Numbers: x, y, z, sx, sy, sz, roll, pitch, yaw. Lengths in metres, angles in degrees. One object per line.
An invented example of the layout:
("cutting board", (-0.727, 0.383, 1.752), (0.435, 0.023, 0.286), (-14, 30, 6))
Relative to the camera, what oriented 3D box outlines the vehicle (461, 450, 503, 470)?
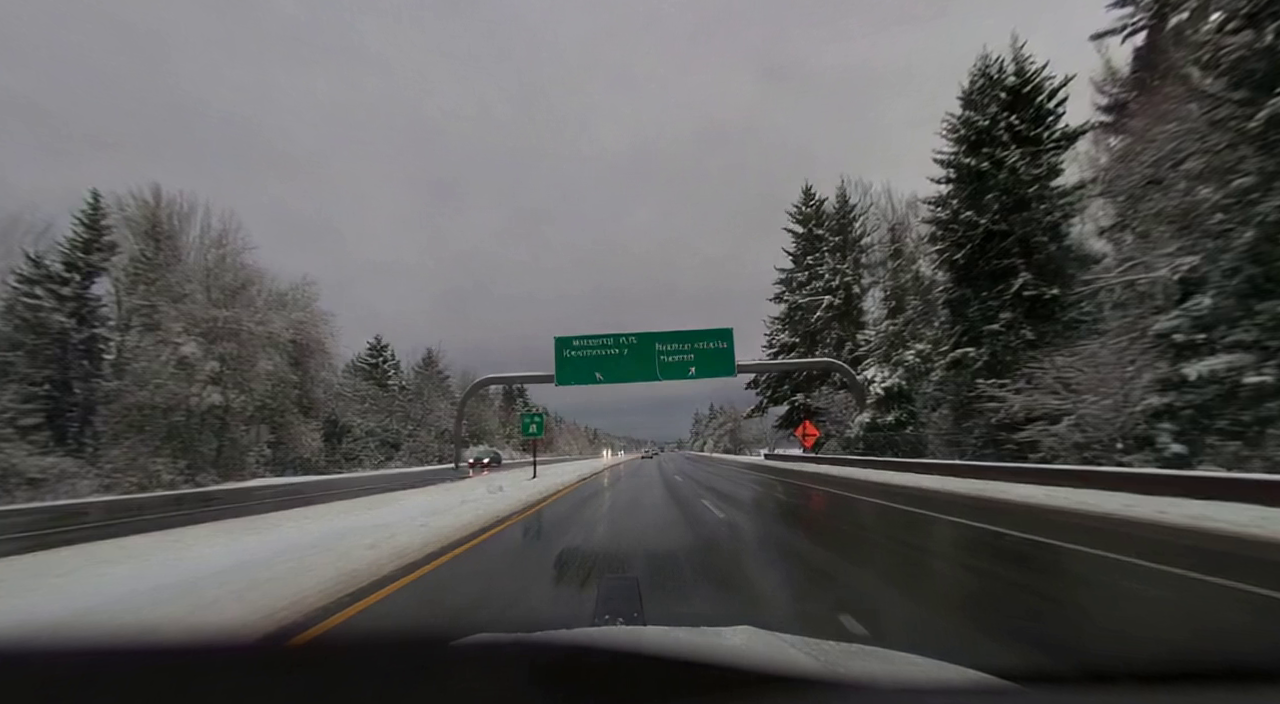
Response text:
("vehicle", (-12.256, 8.398, 49.152), (1.917, 1.490, 4.582), (0, -9, 2))
